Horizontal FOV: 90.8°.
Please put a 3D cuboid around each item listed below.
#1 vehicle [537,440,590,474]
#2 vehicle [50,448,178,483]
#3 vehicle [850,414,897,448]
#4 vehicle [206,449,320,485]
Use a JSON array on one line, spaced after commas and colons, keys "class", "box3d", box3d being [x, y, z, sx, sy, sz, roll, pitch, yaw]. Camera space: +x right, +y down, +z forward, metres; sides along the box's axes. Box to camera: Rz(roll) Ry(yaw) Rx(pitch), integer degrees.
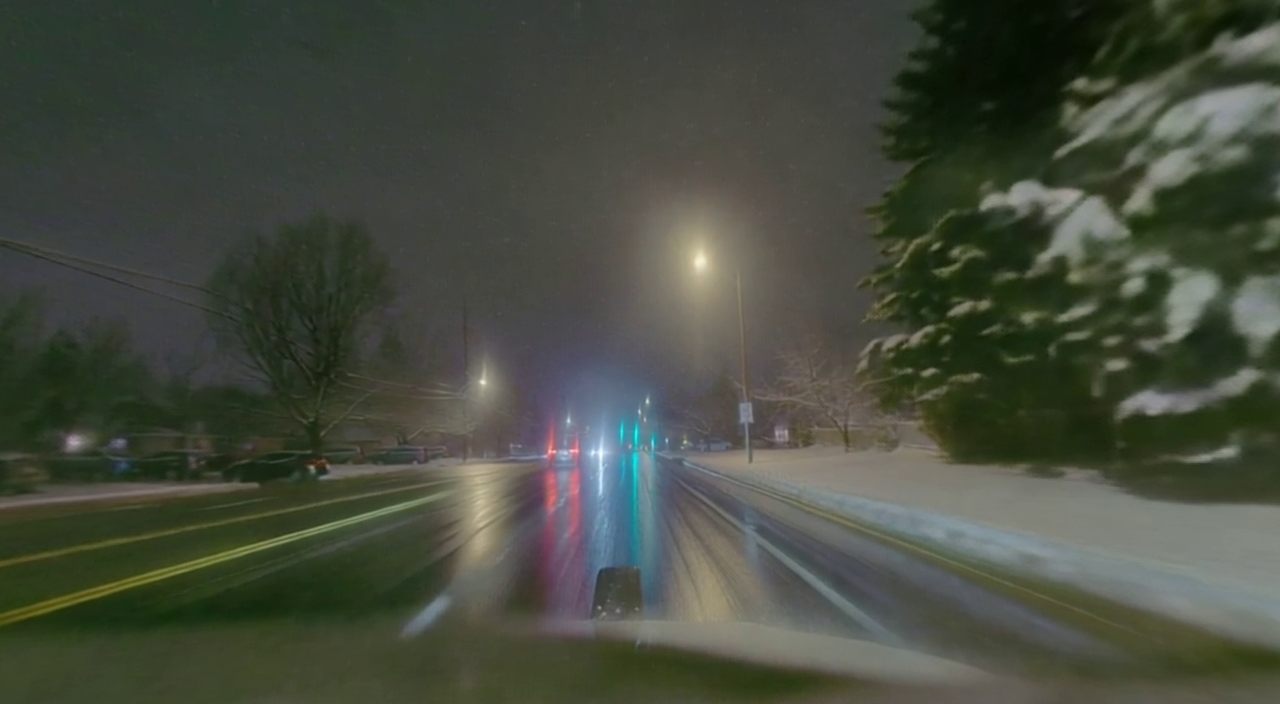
[{"class": "vehicle", "box3d": [-3.509, 4.886, 29.709, 2.030, 1.467, 4.251, 0, -8, -1]}, {"class": "vehicle", "box3d": [-27.839, 5.990, 33.550, 4.945, 1.781, 2.046, -1, -8, 2]}, {"class": "vehicle", "box3d": [17.500, 5.926, 47.086, 2.153, 2.355, 5.958, -5, -9, 30]}, {"class": "vehicle", "box3d": [-19.811, 6.041, 33.343, 4.802, 1.511, 1.866, -2, -7, -5]}]
